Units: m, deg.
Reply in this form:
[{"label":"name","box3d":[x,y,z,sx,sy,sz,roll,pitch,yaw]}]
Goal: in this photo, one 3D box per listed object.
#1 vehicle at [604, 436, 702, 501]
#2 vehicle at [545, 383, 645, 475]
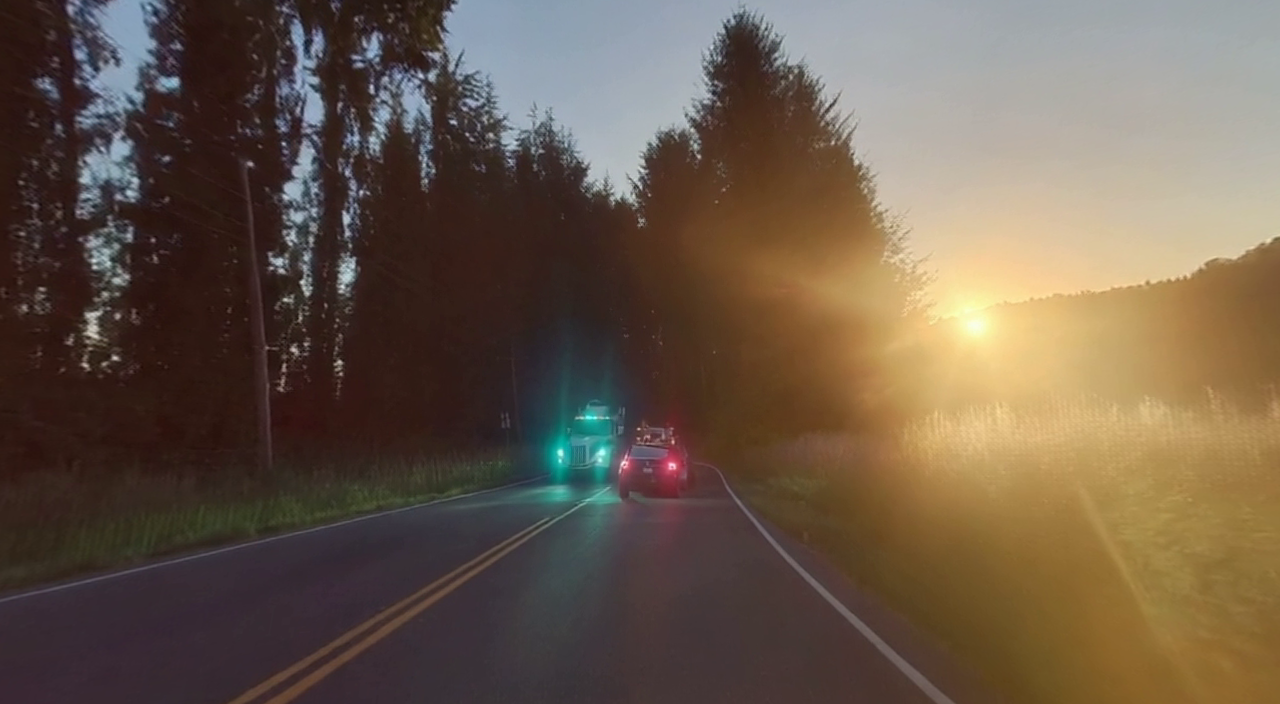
[{"label":"vehicle","box3d":[0.392,2.947,16.397,2.196,1.465,4.294,0,-8,3]},{"label":"vehicle","box3d":[-2.538,4.410,34.618,4.788,4.368,6.529,3,-11,-6]}]
